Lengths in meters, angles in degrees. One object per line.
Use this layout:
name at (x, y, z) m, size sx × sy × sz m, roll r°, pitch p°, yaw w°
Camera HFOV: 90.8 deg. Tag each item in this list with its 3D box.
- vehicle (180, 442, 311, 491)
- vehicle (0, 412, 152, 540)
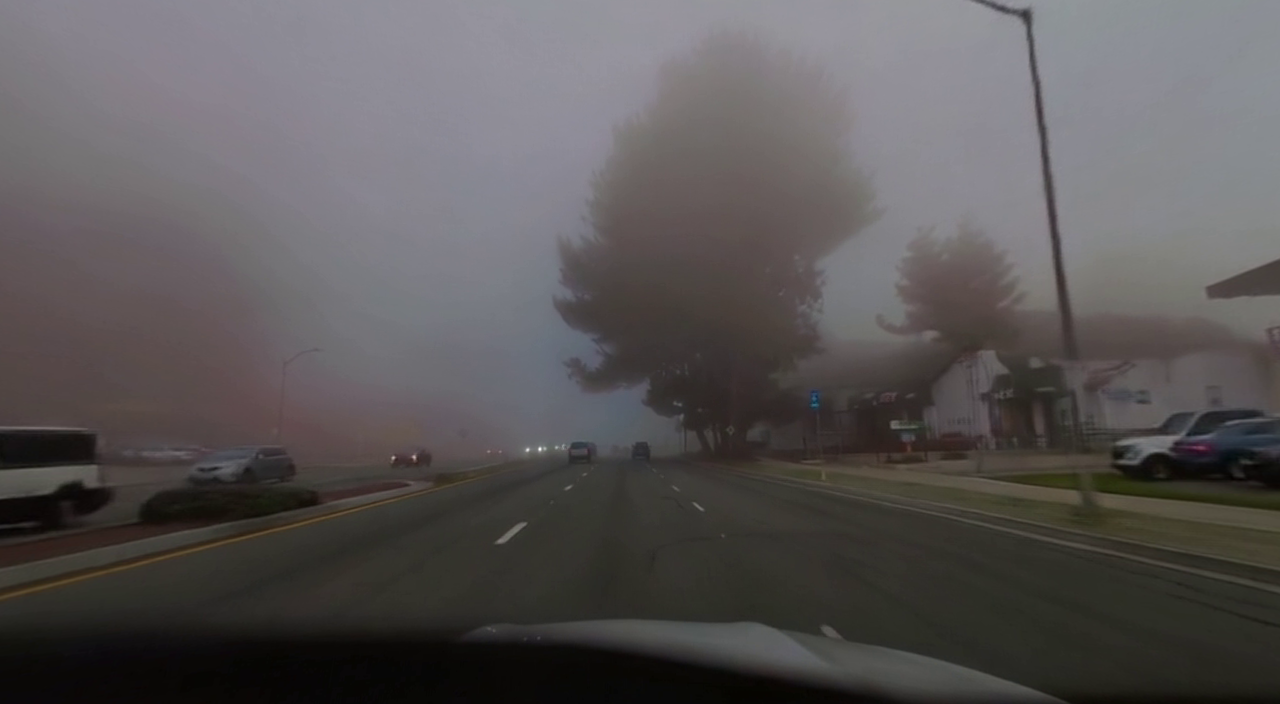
vehicle at (-15.113, 4.372, 24.610) m, size 2.011 × 1.655 × 5.029 m, roll -1°, pitch -8°, yaw -2°
vehicle at (-10.980, 2.013, 10.193) m, size 2.229 × 1.957 × 5.057 m, roll -2°, pitch -8°, yaw -1°
